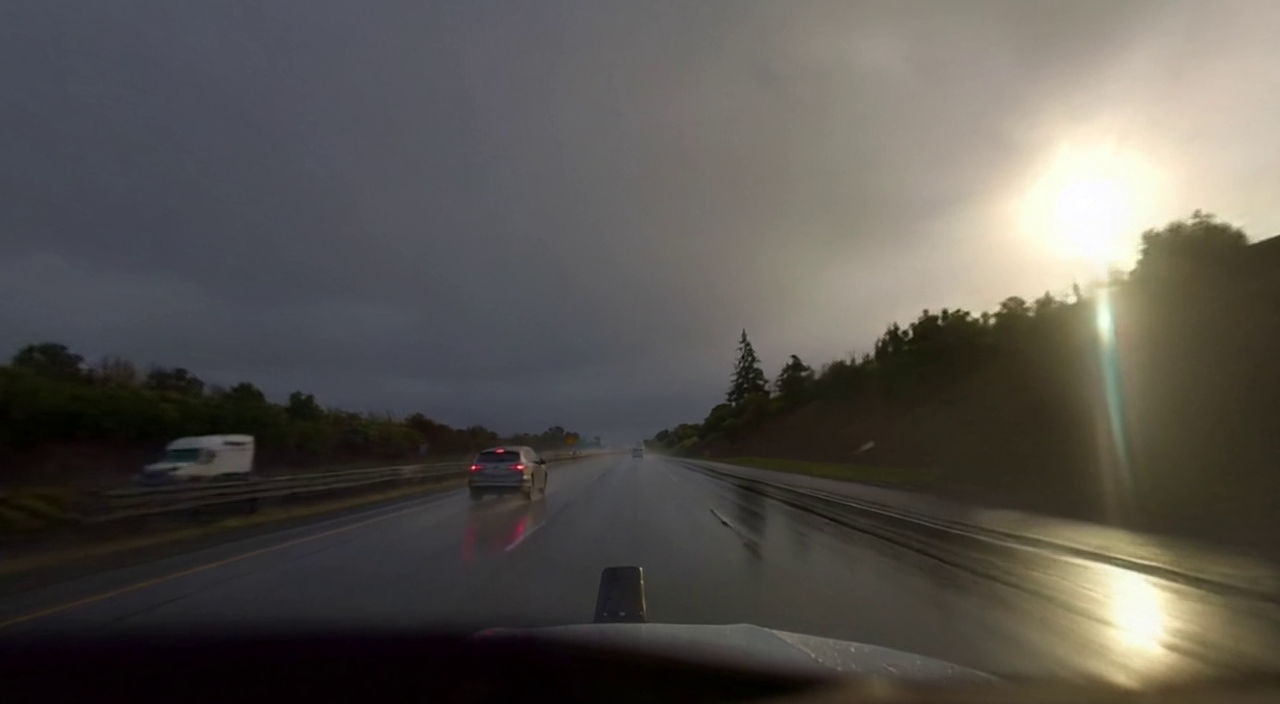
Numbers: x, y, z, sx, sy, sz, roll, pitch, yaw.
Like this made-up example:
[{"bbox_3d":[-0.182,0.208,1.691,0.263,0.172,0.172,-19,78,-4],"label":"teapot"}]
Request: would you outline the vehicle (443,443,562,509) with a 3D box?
[{"bbox_3d":[-3.424,3.202,16.715,2.054,1.475,4.708,0,-9,0],"label":"vehicle"}]
